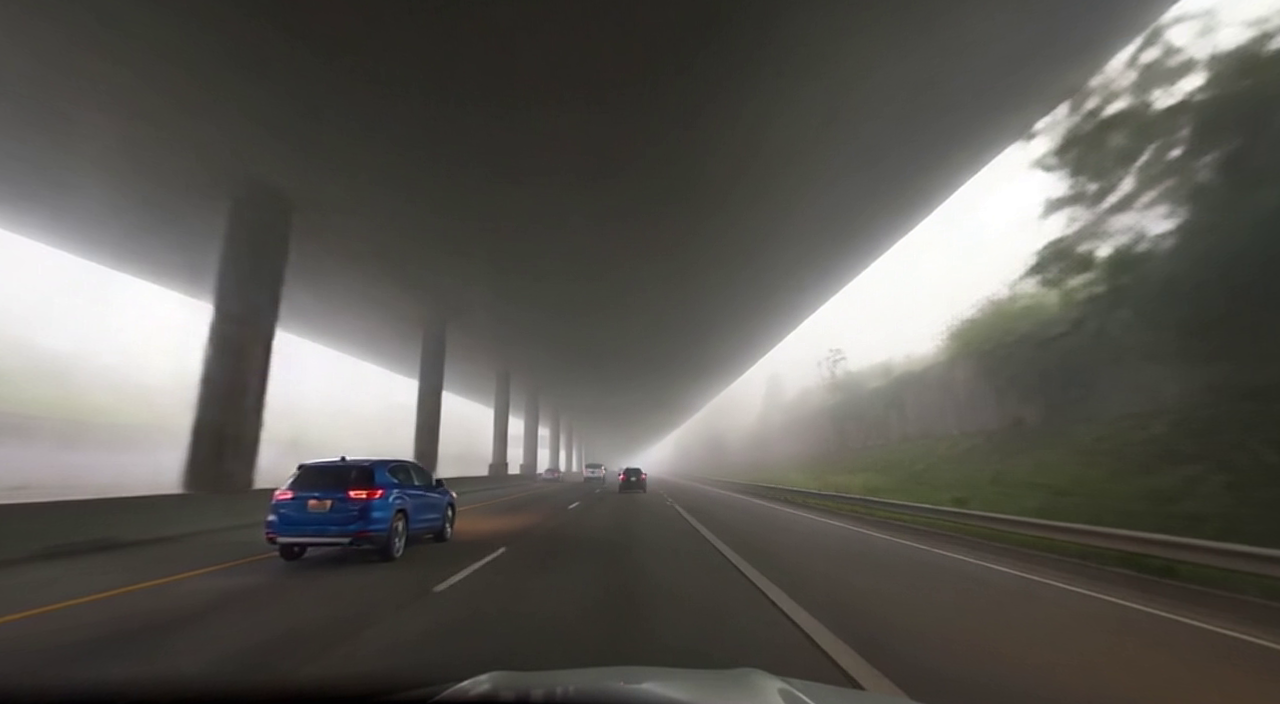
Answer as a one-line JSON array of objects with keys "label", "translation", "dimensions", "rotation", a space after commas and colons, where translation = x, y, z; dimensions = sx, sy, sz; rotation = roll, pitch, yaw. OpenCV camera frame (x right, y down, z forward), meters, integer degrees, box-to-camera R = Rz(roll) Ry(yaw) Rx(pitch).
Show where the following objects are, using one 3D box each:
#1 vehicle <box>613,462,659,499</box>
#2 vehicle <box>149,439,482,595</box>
[{"label": "vehicle", "translation": [-0.223, 5.976, 29.483], "dimensions": [1.992, 1.601, 3.762], "rotation": [1, -10, -1]}, {"label": "vehicle", "translation": [-3.880, 2.105, 8.778], "dimensions": [2.102, 1.521, 4.687], "rotation": [1, -10, 0]}]
